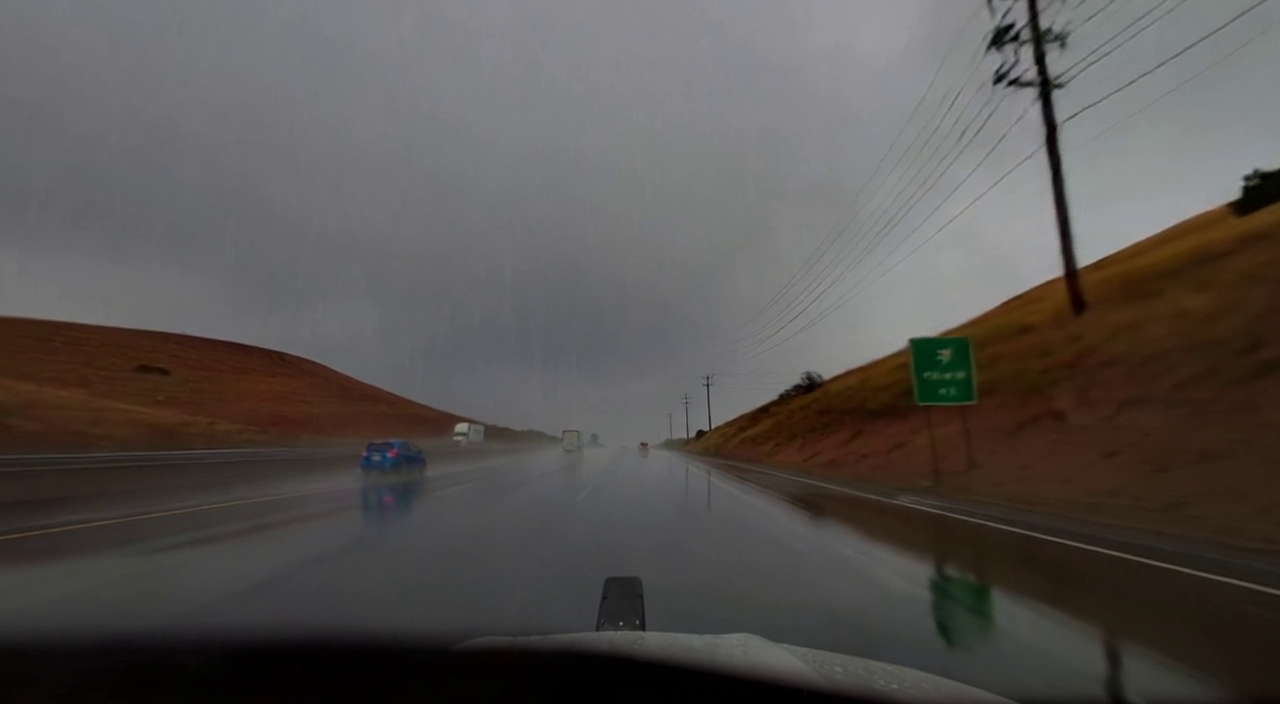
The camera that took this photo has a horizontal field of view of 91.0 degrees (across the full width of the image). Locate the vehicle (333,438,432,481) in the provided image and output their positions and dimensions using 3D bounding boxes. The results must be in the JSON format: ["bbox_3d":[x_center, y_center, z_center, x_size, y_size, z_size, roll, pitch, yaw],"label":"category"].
[{"bbox_3d":[-10.351,4.359,25.762,1.971,1.558,4.847,0,-8,0],"label":"vehicle"}]
